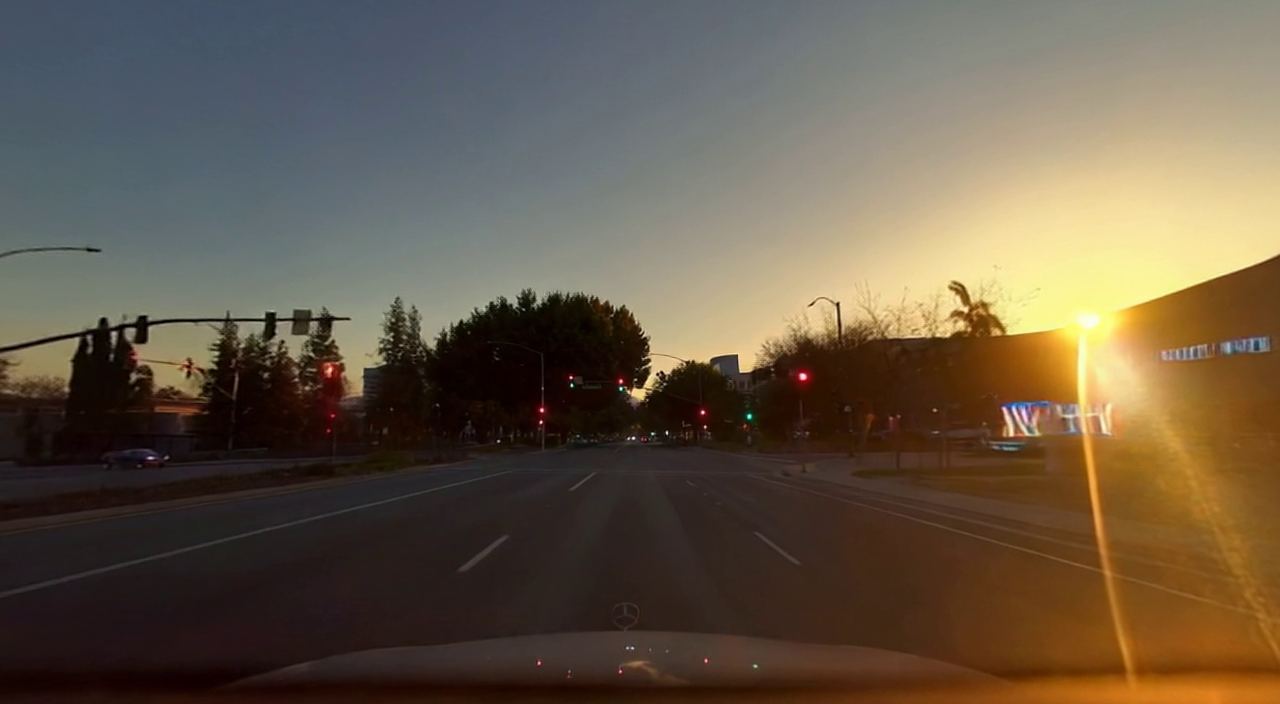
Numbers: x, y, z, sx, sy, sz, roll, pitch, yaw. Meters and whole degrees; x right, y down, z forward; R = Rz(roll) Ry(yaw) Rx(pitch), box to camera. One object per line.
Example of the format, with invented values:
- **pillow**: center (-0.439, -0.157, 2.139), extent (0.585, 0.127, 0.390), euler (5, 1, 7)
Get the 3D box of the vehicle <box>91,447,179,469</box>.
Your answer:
- **vehicle**: center (-35.528, 7.451, 44.518), extent (4.500, 1.465, 1.936), euler (0, -8, 1)
